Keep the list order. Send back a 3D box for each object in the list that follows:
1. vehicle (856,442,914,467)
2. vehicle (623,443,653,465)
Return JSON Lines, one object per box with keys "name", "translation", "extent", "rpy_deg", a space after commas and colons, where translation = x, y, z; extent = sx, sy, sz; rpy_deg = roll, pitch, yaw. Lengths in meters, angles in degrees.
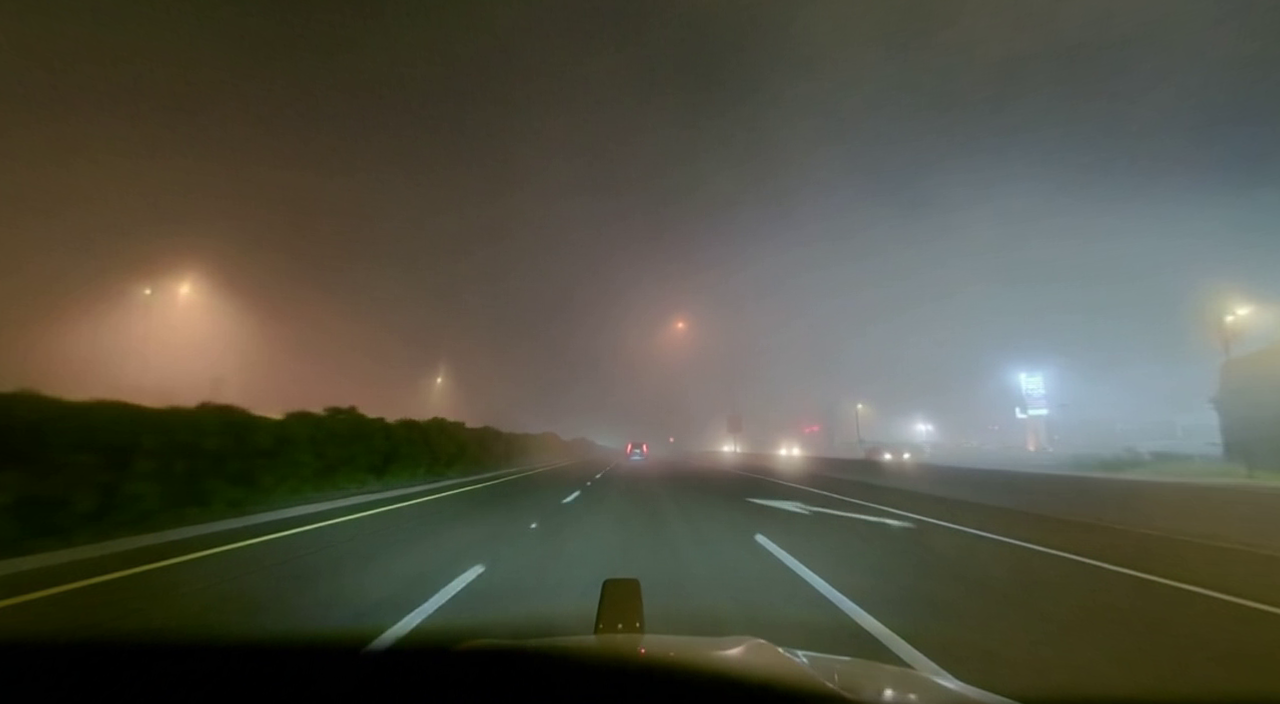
{"name": "vehicle", "translation": [15.969, 6.722, 41.263], "extent": [1.987, 1.517, 4.405], "rpy_deg": [0, -9, 0]}
{"name": "vehicle", "translation": [-0.183, 7.637, 47.215], "extent": [2.110, 1.555, 4.431], "rpy_deg": [0, -9, -1]}
